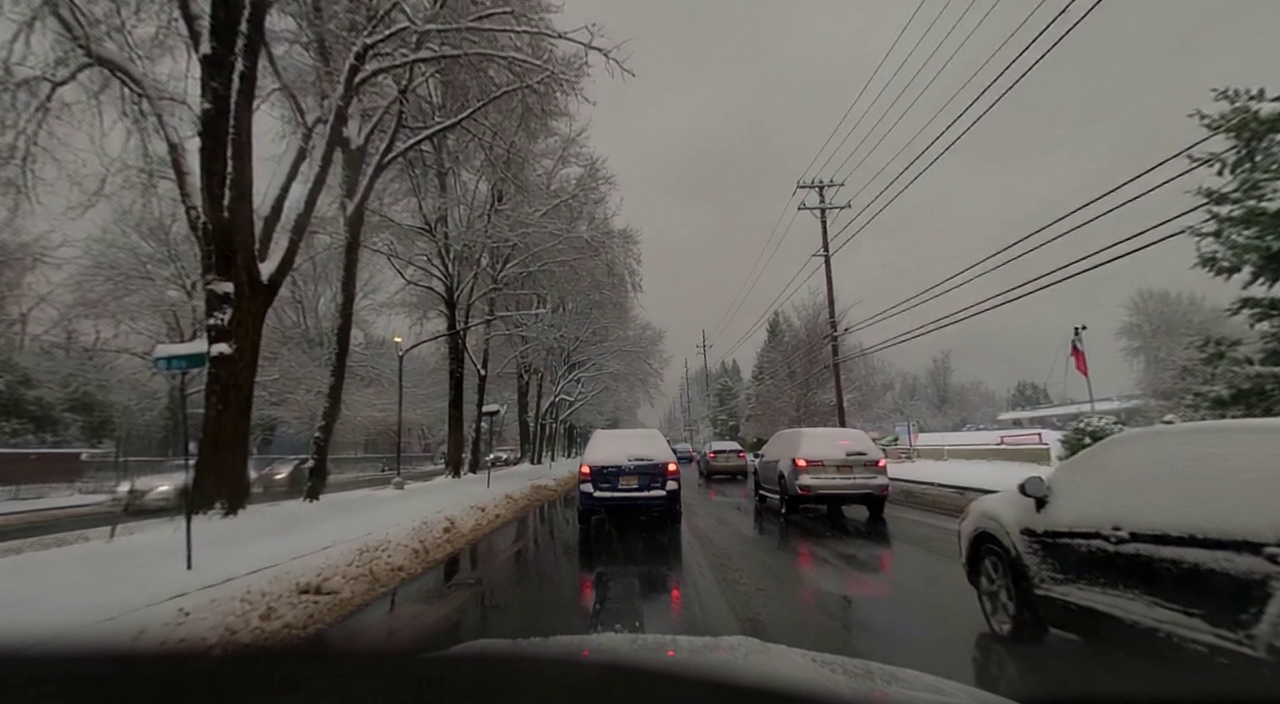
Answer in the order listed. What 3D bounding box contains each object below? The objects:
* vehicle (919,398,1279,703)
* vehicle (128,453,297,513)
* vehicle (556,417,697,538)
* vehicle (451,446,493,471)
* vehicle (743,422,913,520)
[{"bbox_3d":[3.401,1.004,3.064,1.977,1.460,4.565,0,-8,0],"label":"vehicle"},{"bbox_3d":[-12.254,3.745,18.539,1.836,1.451,4.456,-1,-8,0],"label":"vehicle"},{"bbox_3d":[-0.248,2.122,11.255,2.050,1.745,3.915,0,-8,-1],"label":"vehicle"},{"bbox_3d":[-12.634,8.020,47.836,1.911,1.693,4.452,-1,-8,1],"label":"vehicle"},{"bbox_3d":[3.777,2.490,13.788,2.116,1.726,4.672,0,-8,-2],"label":"vehicle"}]
